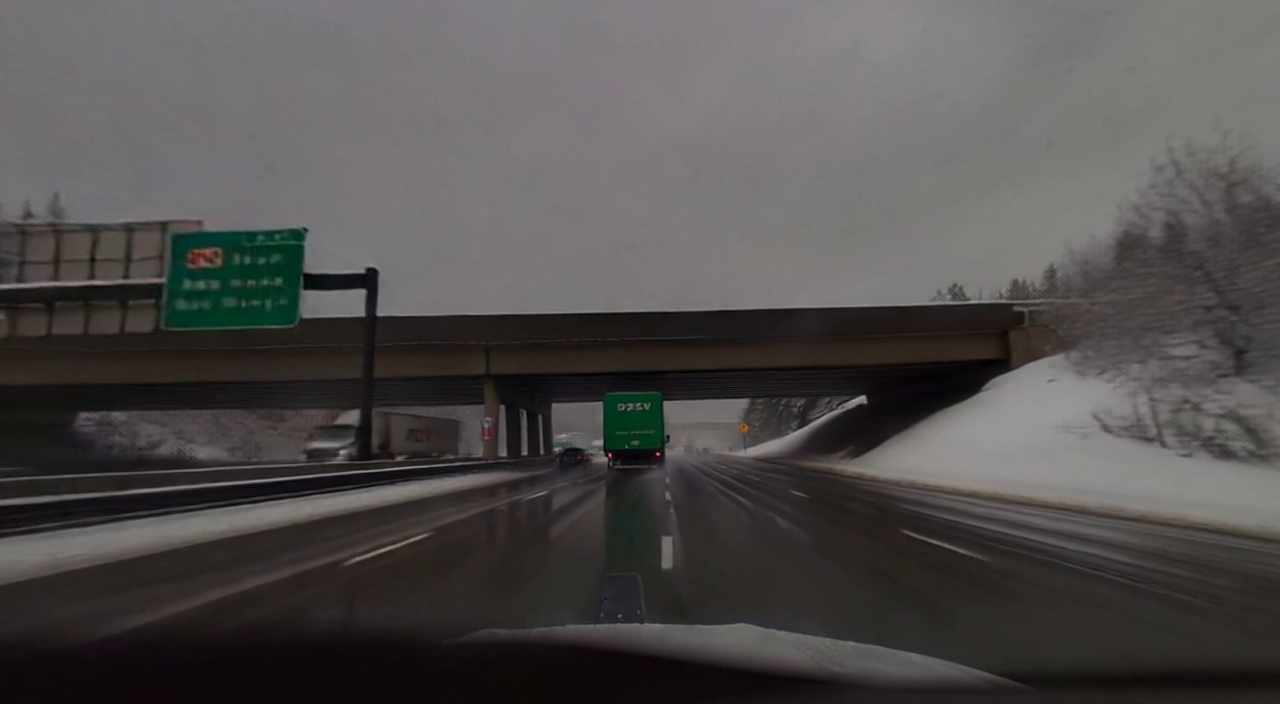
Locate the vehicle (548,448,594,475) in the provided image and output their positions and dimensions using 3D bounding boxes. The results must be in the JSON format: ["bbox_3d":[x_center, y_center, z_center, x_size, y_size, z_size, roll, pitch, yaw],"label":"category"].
[{"bbox_3d":[-3.940,6.329,36.679,1.958,1.467,4.737,-1,-9,3],"label":"vehicle"}]

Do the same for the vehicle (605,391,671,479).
[{"bbox_3d":[0.085,4.812,35.500,3.025,4.002,12.709,-1,-9,2],"label":"vehicle"}]

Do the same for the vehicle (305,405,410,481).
[{"bbox_3d":[-15.990,5.271,36.154,3.017,3.970,5.806,-1,-9,3],"label":"vehicle"}]
